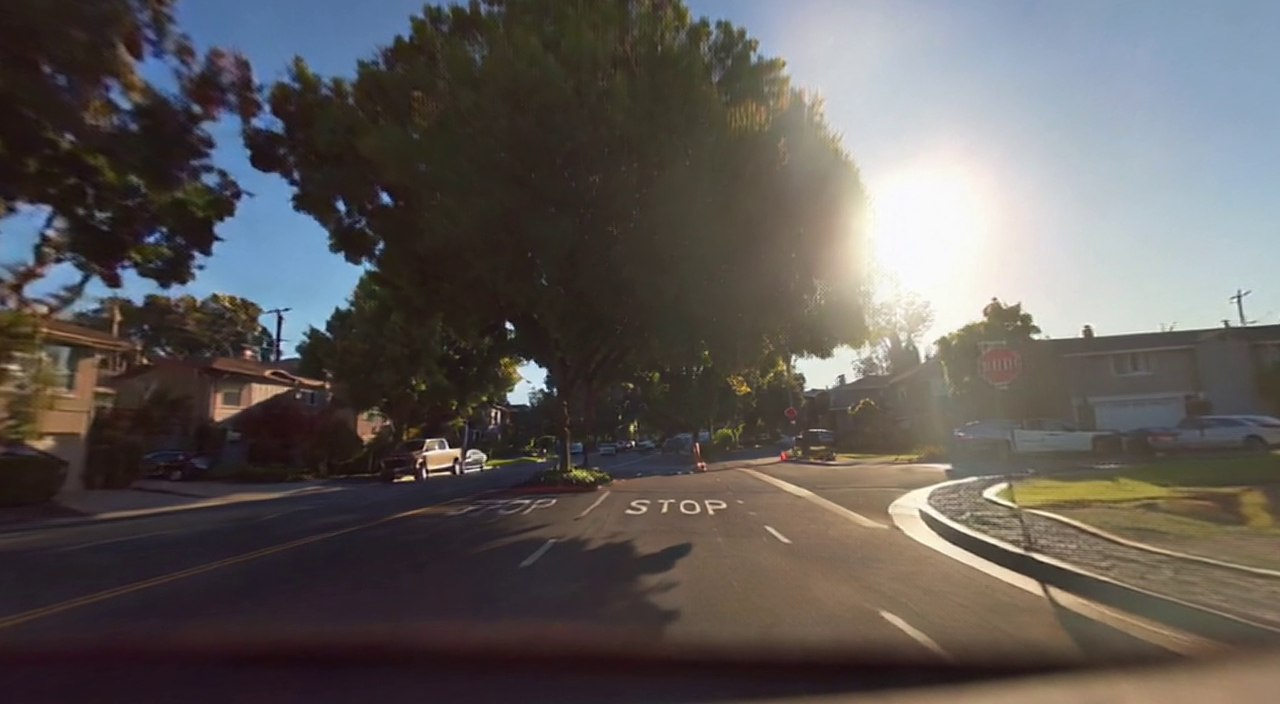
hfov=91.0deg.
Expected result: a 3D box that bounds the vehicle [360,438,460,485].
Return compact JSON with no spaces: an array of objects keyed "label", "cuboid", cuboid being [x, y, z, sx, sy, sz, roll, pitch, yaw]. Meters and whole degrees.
[{"label":"vehicle","cuboid":[-11.328,5.374,31.607,2.191,1.980,5.888,-5,-8,8]}]

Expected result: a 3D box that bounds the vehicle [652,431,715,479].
[{"label":"vehicle","cuboid":[1.595,3.541,21.777,1.955,1.459,4.383,-1,-9,7]}]

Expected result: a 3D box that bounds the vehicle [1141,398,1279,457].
[{"label":"vehicle","cuboid":[19.117,2.376,19.542,4.989,1.564,2.007,-3,-13,11]}]

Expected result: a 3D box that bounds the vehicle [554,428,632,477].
[{"label":"vehicle","cuboid":[-1.661,3.848,24.194,2.178,1.695,4.339,-1,-9,7]}]

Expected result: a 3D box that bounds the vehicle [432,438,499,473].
[{"label":"vehicle","cuboid":[-10.238,6.138,37.311,2.076,1.864,4.730,-4,-10,8]}]
